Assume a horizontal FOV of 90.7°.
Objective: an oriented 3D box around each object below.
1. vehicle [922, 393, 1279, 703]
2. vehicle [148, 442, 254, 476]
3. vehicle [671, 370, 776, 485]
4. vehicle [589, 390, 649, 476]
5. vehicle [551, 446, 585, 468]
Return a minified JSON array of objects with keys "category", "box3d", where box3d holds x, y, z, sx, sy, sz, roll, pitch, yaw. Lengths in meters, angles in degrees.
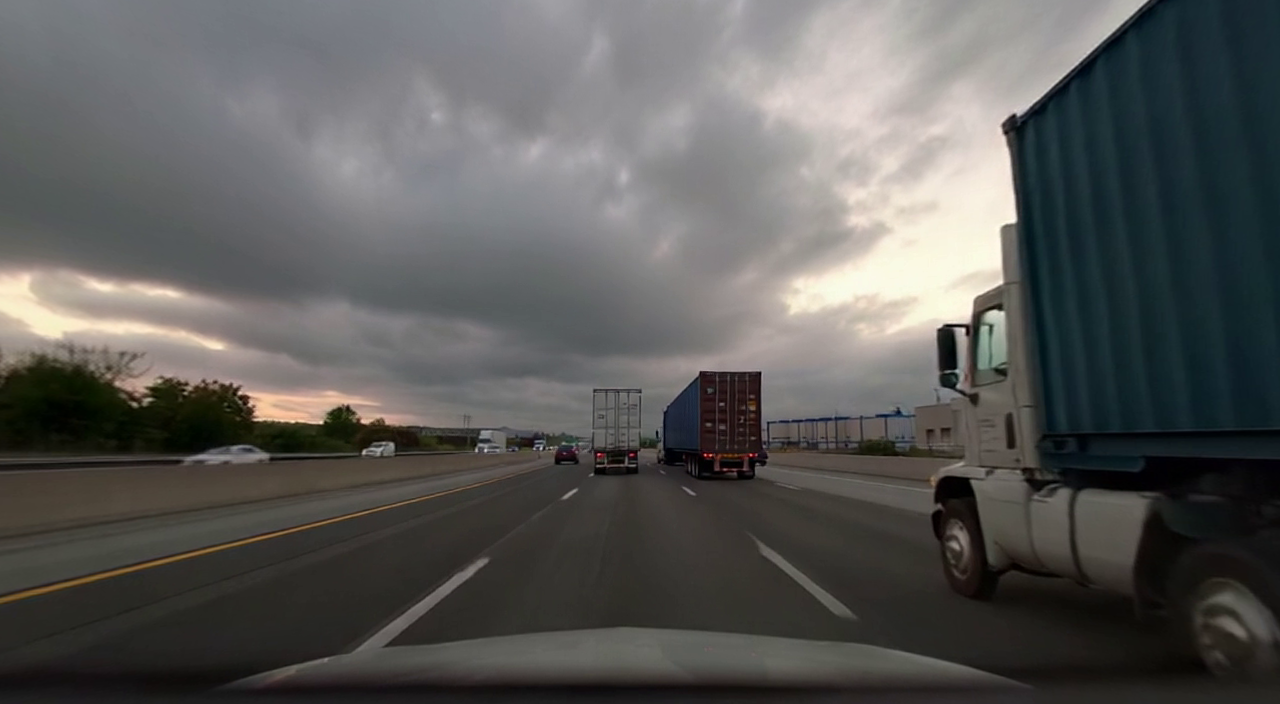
[{"category":"vehicle","box3d":[3.248,0.958,2.707,2.073,1.474,4.320,0,-8,0]},{"category":"vehicle","box3d":[-20.528,4.997,29.853,1.945,1.458,4.381,0,-9,-1]},{"category":"vehicle","box3d":[3.252,3.595,28.854,2.803,4.072,12.744,0,-8,-1]},{"category":"vehicle","box3d":[-1.132,4.738,36.246,2.841,4.071,12.046,0,-8,-1]},{"category":"vehicle","box3d":[-5.172,7.555,45.894,2.138,1.478,4.641,0,-9,-2]}]
